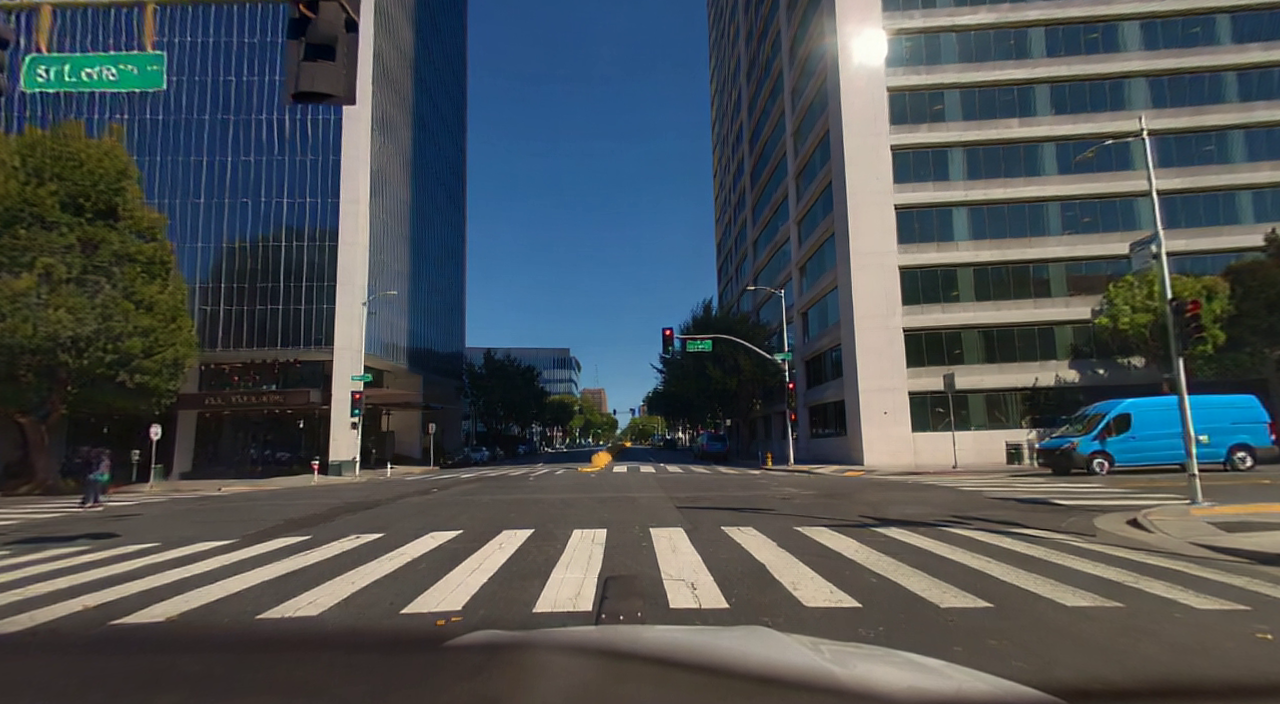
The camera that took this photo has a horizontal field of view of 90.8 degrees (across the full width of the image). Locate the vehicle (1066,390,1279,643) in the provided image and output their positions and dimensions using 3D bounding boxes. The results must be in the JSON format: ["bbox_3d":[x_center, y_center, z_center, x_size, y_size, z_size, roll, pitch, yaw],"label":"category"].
[{"bbox_3d":[5.651,1.137,4.241,2.070,1.804,4.881,0,-8,-1],"label":"vehicle"}]

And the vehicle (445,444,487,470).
[{"bbox_3d":[-12.451,7.506,45.381,1.935,1.639,4.244,-3,-8,-2],"label":"vehicle"}]
